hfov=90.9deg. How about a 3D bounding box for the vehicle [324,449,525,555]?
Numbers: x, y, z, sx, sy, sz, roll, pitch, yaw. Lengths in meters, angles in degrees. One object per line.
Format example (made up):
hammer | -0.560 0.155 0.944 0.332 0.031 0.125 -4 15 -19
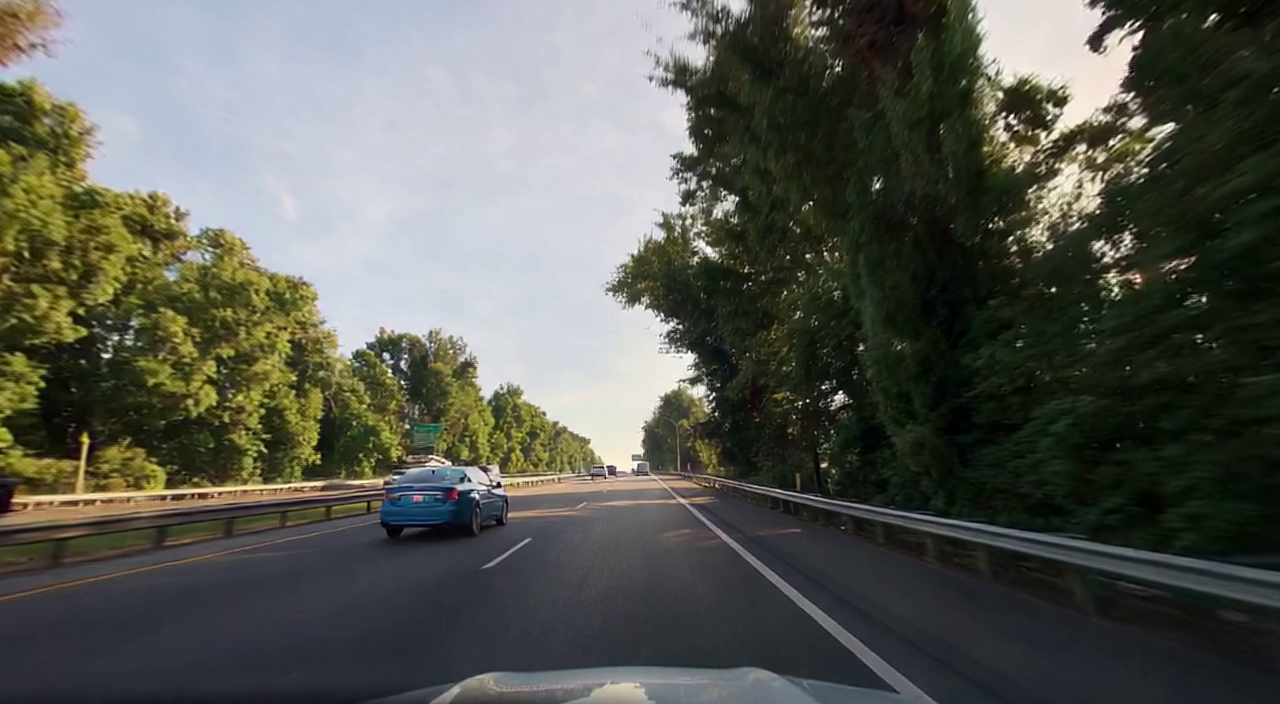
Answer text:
vehicle | -3.655 2.693 11.852 2.006 1.516 4.820 1 -11 1
